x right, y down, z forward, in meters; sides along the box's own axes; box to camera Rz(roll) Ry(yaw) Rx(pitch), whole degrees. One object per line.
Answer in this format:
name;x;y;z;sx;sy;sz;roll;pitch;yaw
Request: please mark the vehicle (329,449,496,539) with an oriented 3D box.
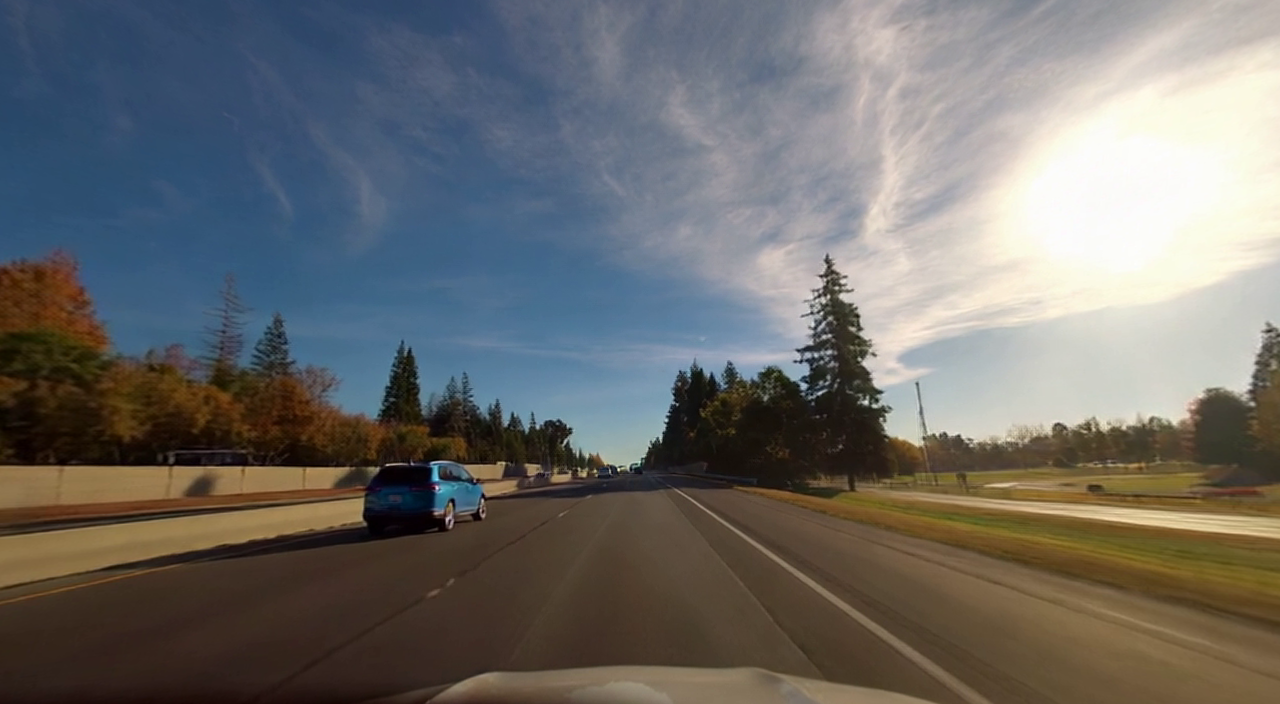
vehicle;-4.436;2.855;13.049;1.914;1.534;4.015;1;-10;0
